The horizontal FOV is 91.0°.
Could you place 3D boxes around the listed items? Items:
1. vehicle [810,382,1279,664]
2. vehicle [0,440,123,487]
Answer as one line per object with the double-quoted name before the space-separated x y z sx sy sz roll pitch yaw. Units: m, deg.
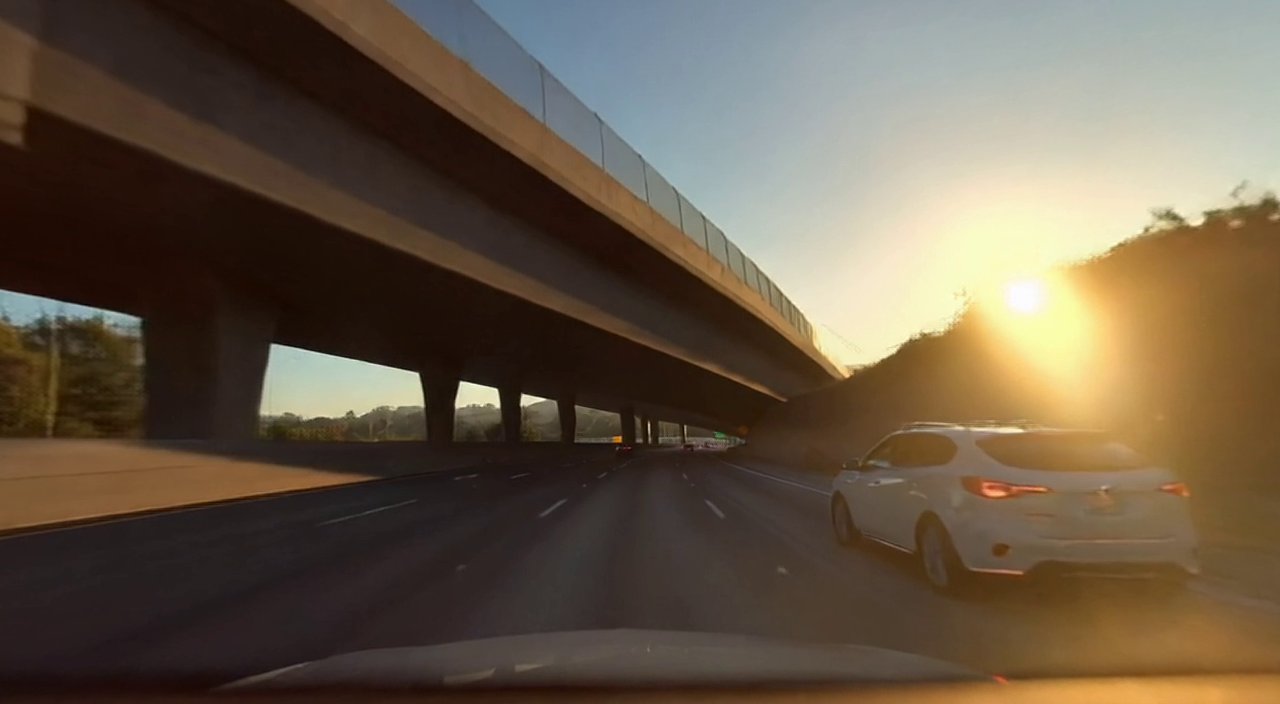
"vehicle" 3.318 1.357 6.064 2.090 1.715 4.228 0 -8 -1
"vehicle" -19.400 3.633 20.845 1.536 1.392 3.513 0 -8 0
